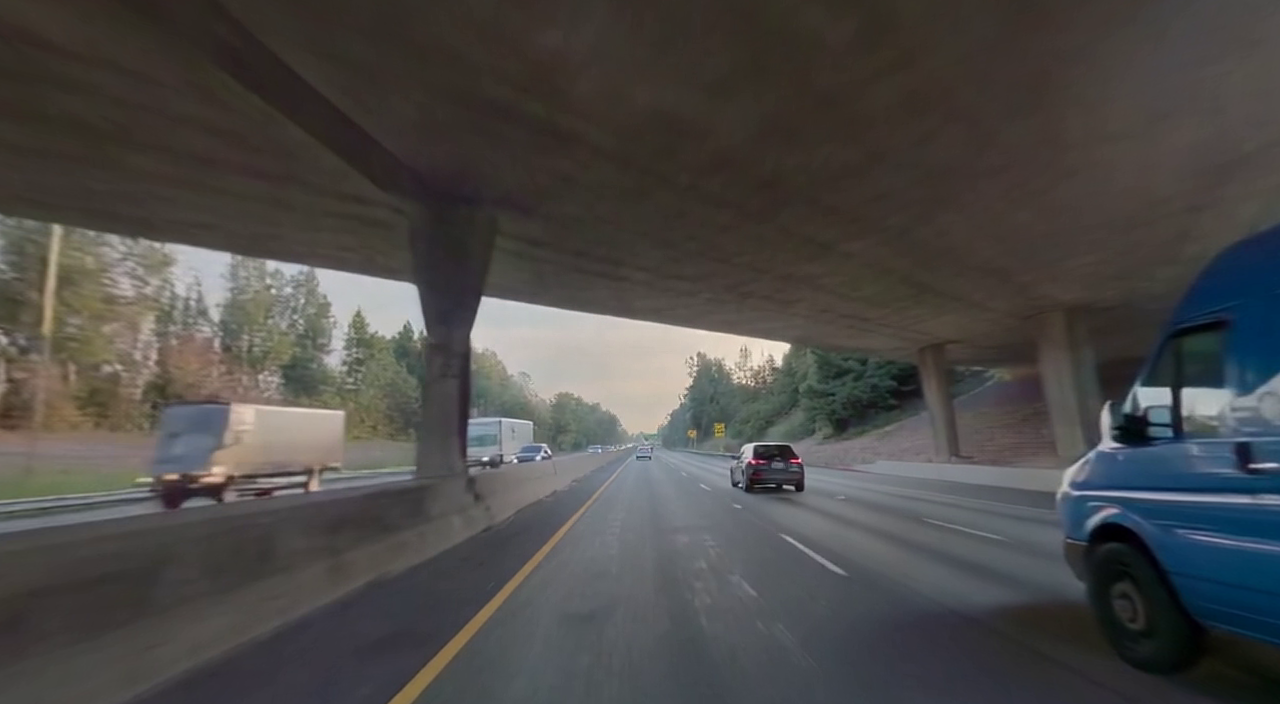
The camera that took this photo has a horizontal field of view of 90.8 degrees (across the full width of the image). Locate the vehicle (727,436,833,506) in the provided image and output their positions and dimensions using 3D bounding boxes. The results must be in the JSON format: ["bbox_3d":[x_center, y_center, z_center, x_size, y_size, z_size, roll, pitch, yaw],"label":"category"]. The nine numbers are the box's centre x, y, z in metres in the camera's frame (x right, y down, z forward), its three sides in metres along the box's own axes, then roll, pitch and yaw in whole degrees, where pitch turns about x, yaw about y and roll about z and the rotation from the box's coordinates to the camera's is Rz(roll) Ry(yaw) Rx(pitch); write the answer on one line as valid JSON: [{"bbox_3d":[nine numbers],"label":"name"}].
[{"bbox_3d":[3.822,3.331,18.063,2.009,1.731,4.149,0,-9,-1],"label":"vehicle"}]

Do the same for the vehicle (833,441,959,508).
[{"bbox_3d":[7.590,3.646,19.249,2.001,1.791,4.161,0,-9,-1],"label":"vehicle"}]

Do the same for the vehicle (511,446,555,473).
[{"bbox_3d":[-7.226,7.299,42.909,2.136,1.714,4.507,0,-9,1],"label":"vehicle"}]

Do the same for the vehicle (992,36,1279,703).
[{"bbox_3d":[3.968,0.017,1.163,2.460,3.155,6.902,0,-9,-1],"label":"vehicle"}]
